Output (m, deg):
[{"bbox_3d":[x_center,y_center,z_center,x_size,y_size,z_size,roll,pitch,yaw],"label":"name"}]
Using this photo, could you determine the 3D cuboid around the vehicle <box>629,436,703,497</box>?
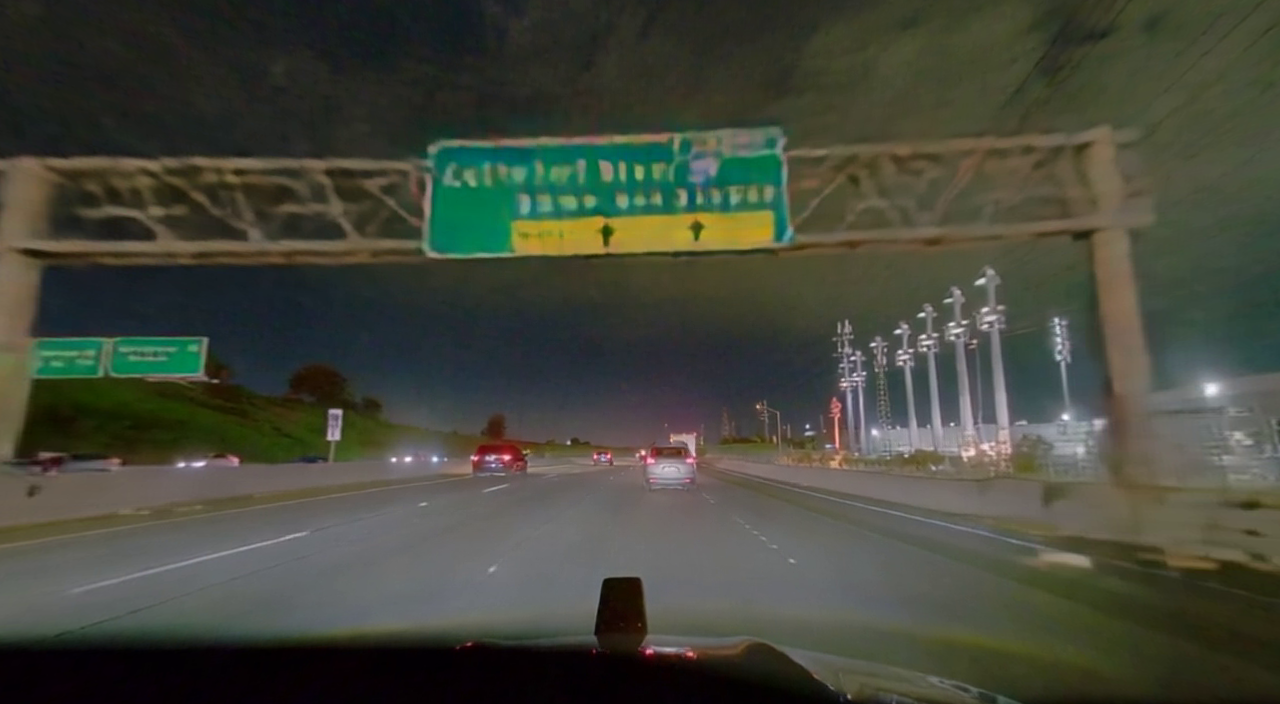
[{"bbox_3d":[0.776,3.626,20.390,2.134,1.733,4.049,0,-8,0],"label":"vehicle"}]

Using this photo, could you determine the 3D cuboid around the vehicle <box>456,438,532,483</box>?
[{"bbox_3d":[-6.415,4.819,28.355,2.220,1.841,4.516,0,-8,1],"label":"vehicle"}]
